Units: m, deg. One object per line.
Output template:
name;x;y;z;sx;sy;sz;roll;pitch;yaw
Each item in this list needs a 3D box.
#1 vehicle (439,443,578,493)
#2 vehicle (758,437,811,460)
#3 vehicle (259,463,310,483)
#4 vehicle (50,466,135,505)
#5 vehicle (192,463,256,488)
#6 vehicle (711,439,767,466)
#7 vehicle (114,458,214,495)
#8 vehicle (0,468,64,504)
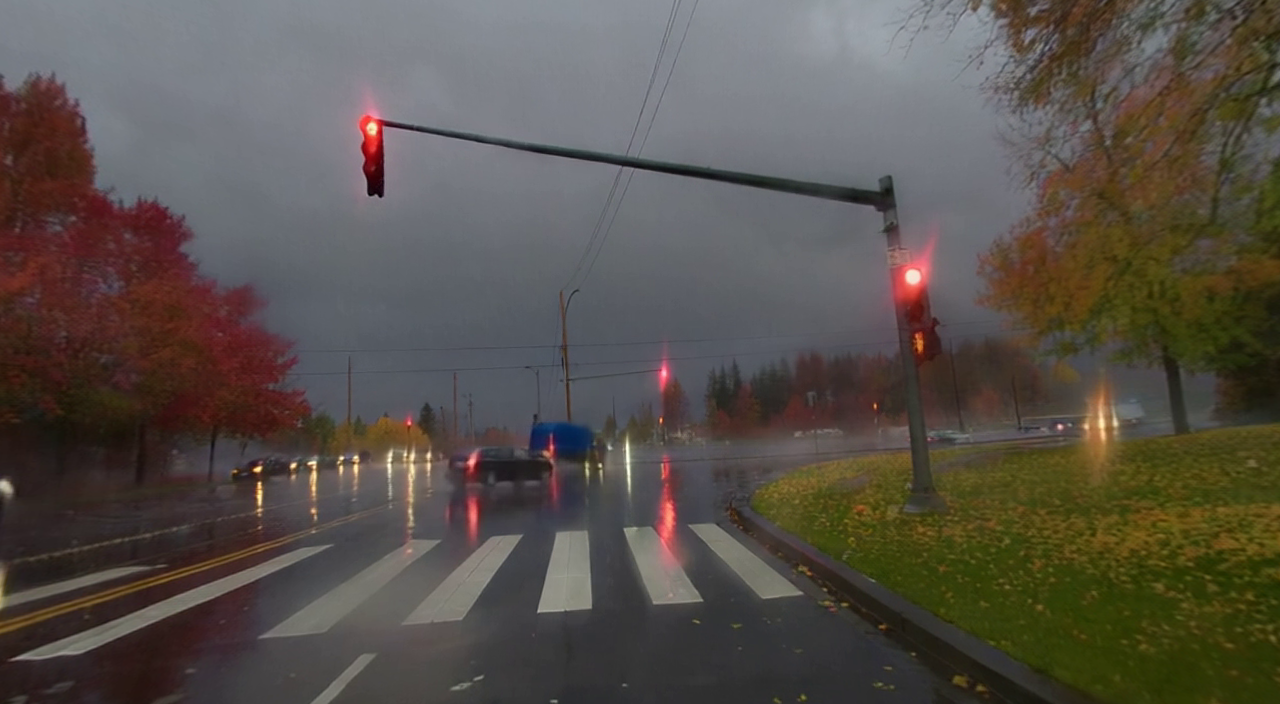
vehicle;-4.602;4.087;22.581;1.915;1.586;4.734;-7;-11;38
vehicle;11.461;7.584;49.363;1.979;1.659;4.907;-8;-11;39
vehicle;-28.141;9.570;49.746;1.776;1.452;3.920;0;-9;0
vehicle;-25.441;6.157;29.278;1.694;1.528;4.225;3;-9;-24
vehicle;-28.564;8.474;43.174;1.768;1.465;3.972;0;-9;-1
vehicle;6.969;7.024;43.947;1.867;1.743;4.259;-8;-11;39
vehicle;-27.859;7.260;36.943;2.064;1.913;5.081;0;-9;-4
vehicle;-30.340;6.444;30.321;1.800;1.520;3.968;2;-9;-14
